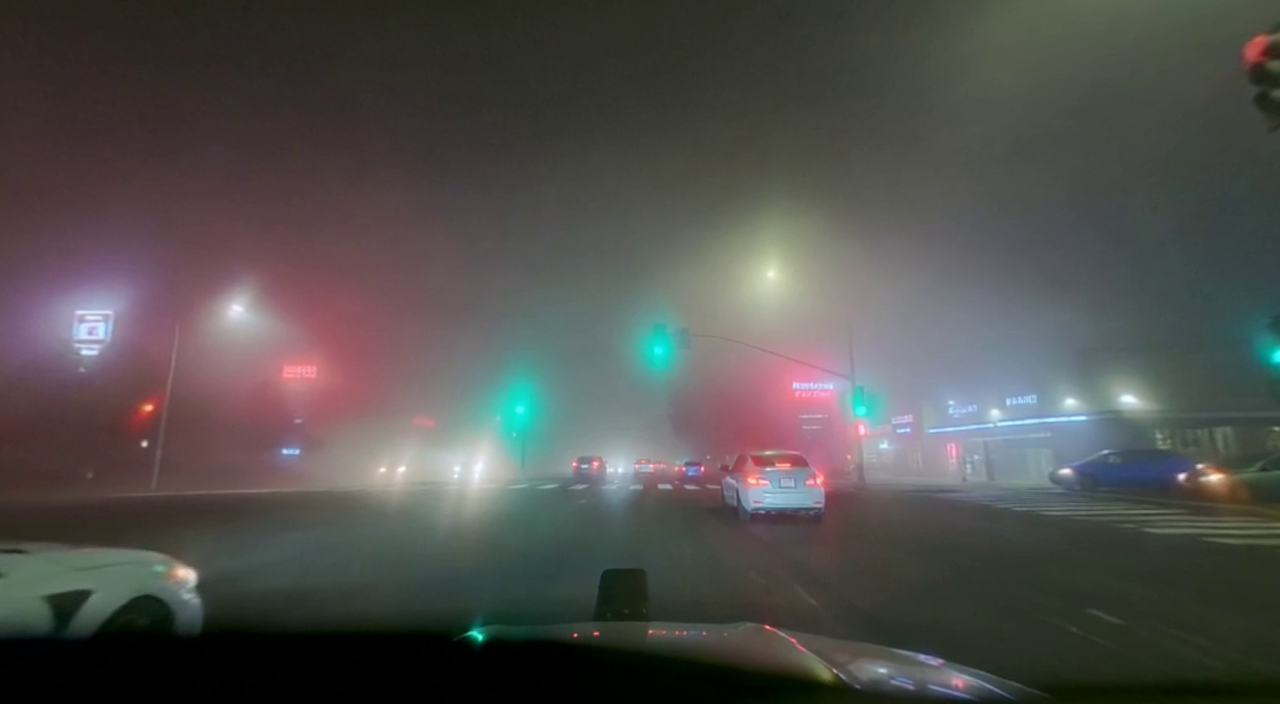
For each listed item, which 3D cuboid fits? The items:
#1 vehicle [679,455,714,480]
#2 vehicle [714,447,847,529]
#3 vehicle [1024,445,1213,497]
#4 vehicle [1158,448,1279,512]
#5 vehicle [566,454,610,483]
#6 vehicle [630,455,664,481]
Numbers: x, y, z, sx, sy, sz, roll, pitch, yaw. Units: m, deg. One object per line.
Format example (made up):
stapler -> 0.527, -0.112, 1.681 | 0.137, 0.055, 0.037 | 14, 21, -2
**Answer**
vehicle -> 3.718, 7.697, 42.255 | 1.931, 1.552, 4.125 | 0, -9, 0
vehicle -> 2.881, 2.873, 13.949 | 1.946, 1.513, 4.133 | 0, -9, -1
vehicle -> 16.264, 4.053, 21.650 | 4.637, 1.654, 2.277 | 0, -9, -1
vehicle -> 15.496, 3.018, 15.114 | 4.481, 1.427, 1.830 | 0, -9, -1
vehicle -> -2.901, 6.614, 36.055 | 2.040, 1.471, 4.211 | 0, -9, 1
vehicle -> 0.409, 7.273, 39.765 | 2.070, 1.460, 4.118 | 0, -9, -1
